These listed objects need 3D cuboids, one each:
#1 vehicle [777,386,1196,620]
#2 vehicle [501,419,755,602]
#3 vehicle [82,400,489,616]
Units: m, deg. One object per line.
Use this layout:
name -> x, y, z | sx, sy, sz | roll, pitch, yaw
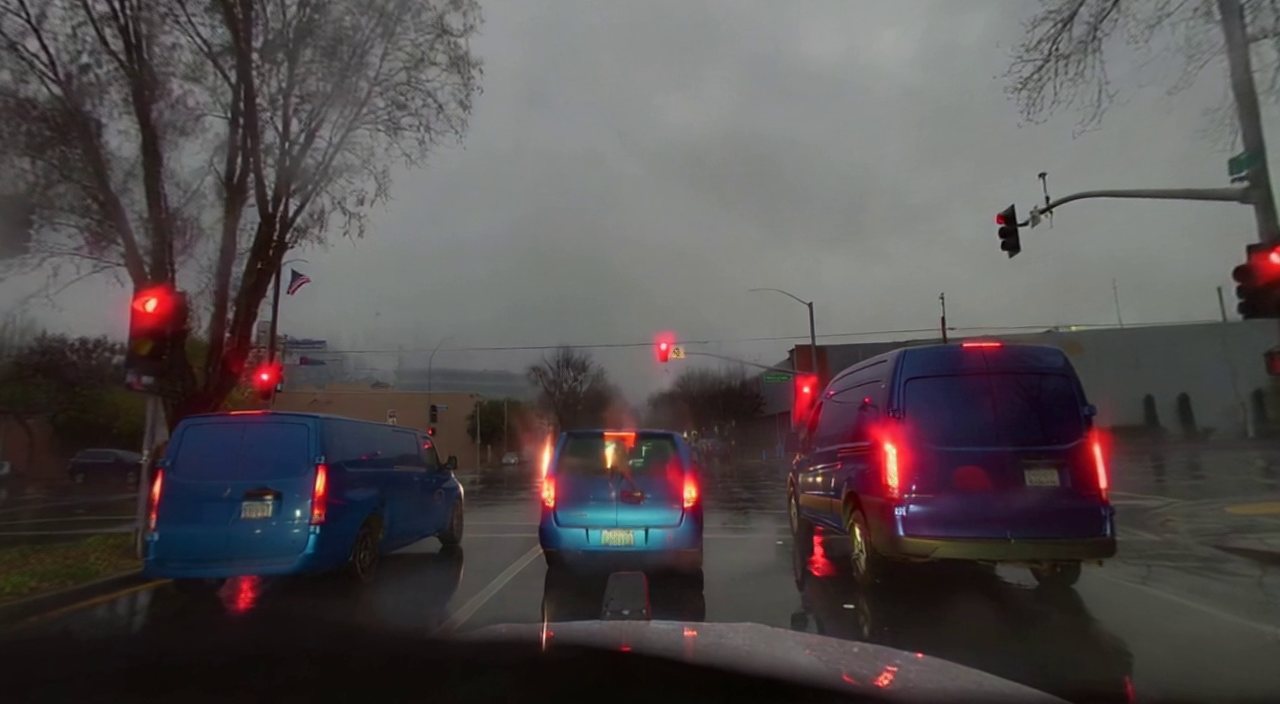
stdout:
vehicle -> 3.087, 1.466, 7.019 | 2.178, 1.746, 4.400 | 0, -9, 1
vehicle -> -0.143, 1.620, 7.337 | 2.098, 1.494, 4.118 | 0, -9, -1
vehicle -> -3.303, 1.527, 7.038 | 2.024, 1.677, 3.998 | -1, -9, 3
